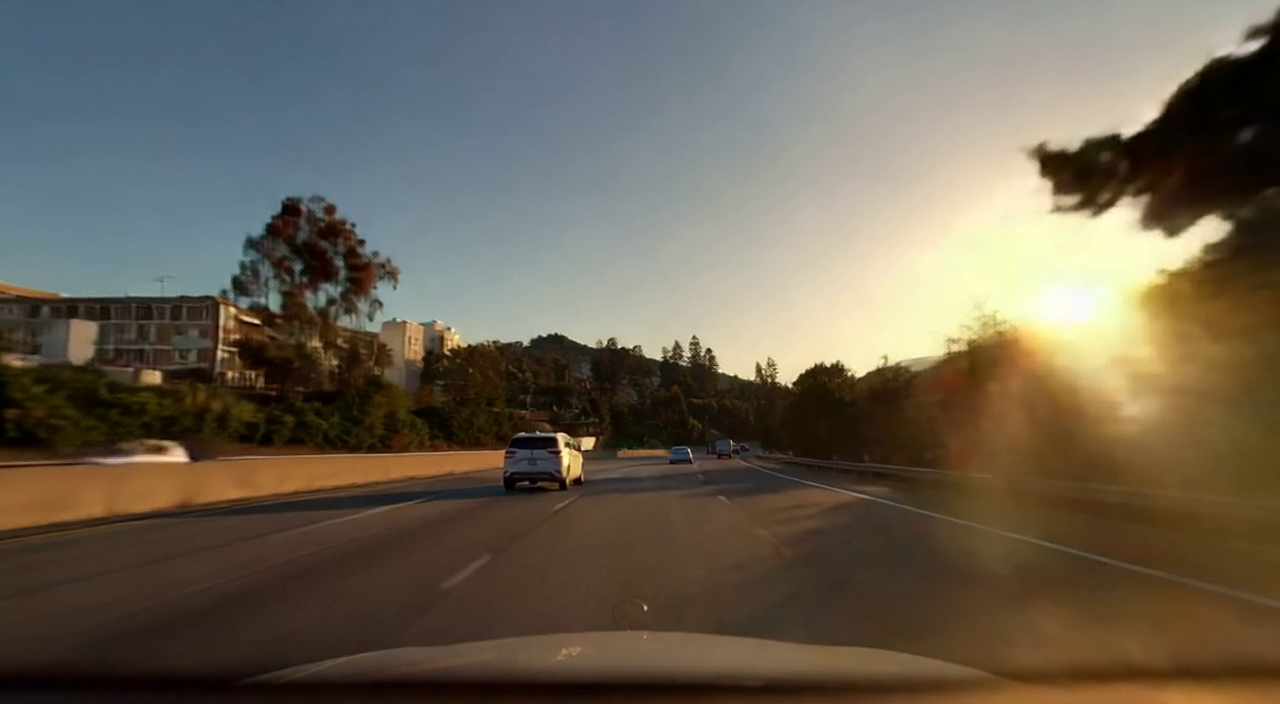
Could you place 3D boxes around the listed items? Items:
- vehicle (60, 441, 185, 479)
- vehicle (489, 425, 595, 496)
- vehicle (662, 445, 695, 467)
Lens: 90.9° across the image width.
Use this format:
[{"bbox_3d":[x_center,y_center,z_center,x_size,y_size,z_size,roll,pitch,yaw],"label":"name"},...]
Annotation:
[{"bbox_3d":[-23.286,4.862,28.645,1.869,1.599,4.246,-1,-9,4],"label":"vehicle"},{"bbox_3d":[-2.711,3.186,18.835,2.185,1.823,4.854,0,-9,3],"label":"vehicle"},{"bbox_3d":[2.695,7.151,43.581,2.158,1.458,3.656,-1,-9,5],"label":"vehicle"}]
